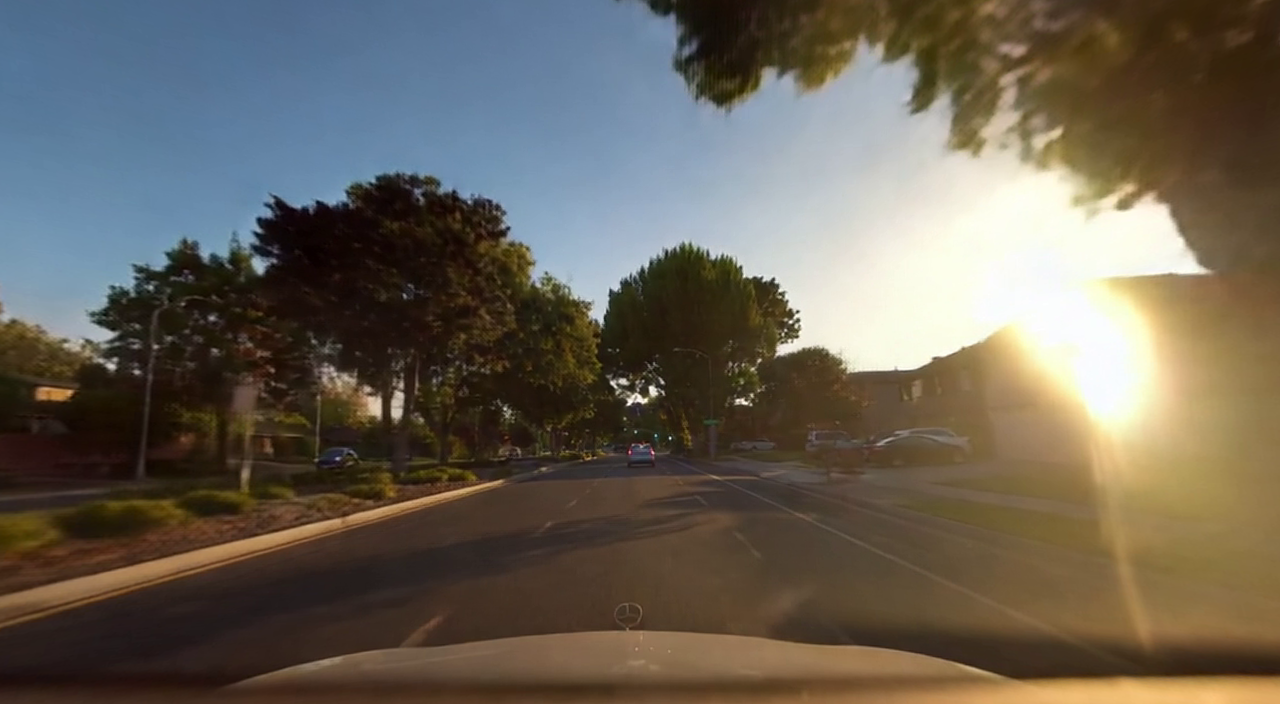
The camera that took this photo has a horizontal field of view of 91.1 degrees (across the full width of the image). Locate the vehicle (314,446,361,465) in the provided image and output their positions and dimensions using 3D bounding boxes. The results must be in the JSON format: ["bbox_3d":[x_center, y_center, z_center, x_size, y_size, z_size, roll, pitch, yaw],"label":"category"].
[{"bbox_3d":[-23.933,8.187,49.796,1.892,1.455,3.564,0,-8,1],"label":"vehicle"}]

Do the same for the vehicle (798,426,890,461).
[{"bbox_3d":[12.493,5.665,38.733,4.923,2.019,1.985,0,-9,2],"label":"vehicle"}]

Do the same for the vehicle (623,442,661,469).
[{"bbox_3d":[0.120,6.025,36.651,2.054,1.456,4.003,0,-8,0],"label":"vehicle"}]

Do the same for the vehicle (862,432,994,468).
[{"bbox_3d":[12.437,4.252,27.306,4.787,1.494,1.887,0,-8,1],"label":"vehicle"}]
